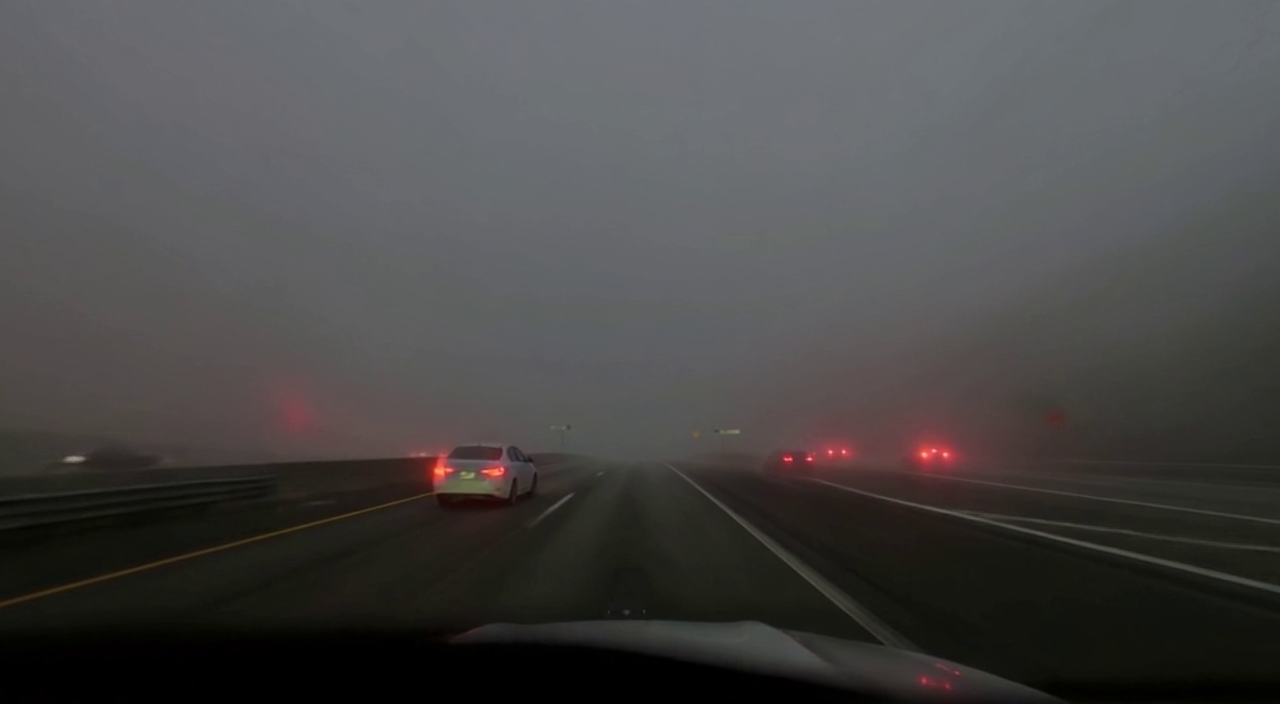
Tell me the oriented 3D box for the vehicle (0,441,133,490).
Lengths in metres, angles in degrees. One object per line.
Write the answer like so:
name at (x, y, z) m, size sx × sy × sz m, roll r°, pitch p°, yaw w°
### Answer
vehicle at (-22.180, 4.195, 23.776) m, size 1.934 × 1.602 × 4.970 m, roll 0°, pitch -8°, yaw 0°

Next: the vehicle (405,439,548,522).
vehicle at (-3.302, 2.655, 13.608) m, size 1.968 × 1.504 × 3.892 m, roll 0°, pitch -8°, yaw 1°
